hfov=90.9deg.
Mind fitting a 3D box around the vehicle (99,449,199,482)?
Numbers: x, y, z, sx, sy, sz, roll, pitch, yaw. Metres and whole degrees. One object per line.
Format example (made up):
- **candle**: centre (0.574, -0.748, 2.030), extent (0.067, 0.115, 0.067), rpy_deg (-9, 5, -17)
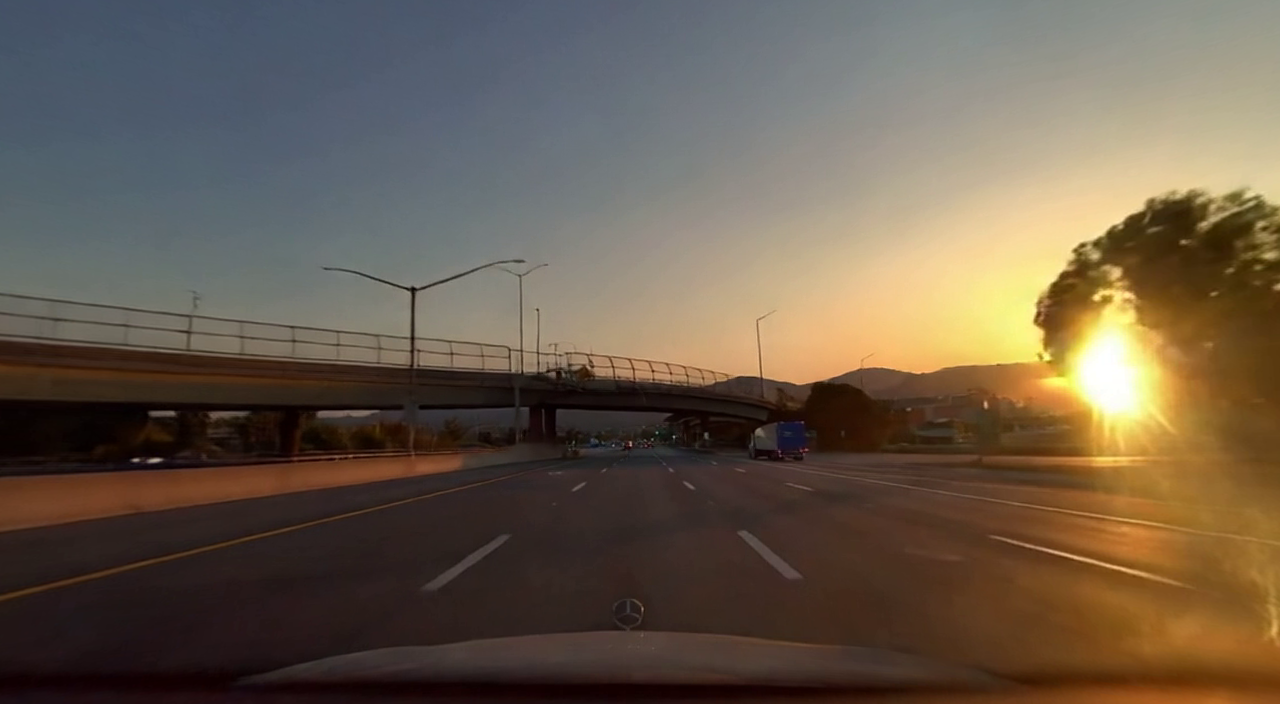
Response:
- **vehicle**: centre (-28.166, 6.482, 36.390), extent (1.924, 1.708, 4.778), rpy_deg (0, -8, 0)
